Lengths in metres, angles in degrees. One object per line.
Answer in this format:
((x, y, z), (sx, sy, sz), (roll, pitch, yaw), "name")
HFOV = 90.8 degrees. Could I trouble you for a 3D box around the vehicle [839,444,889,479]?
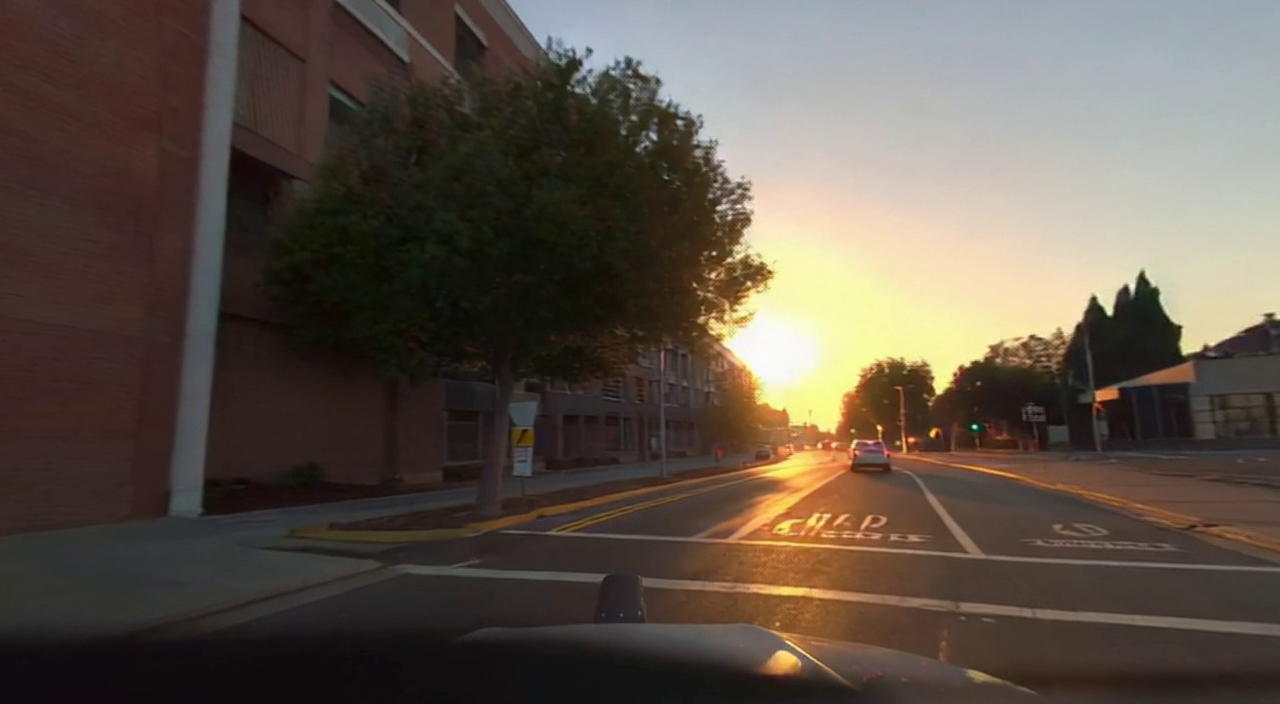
((11.625, 5.594, 32.614), (2.218, 1.657, 4.551), (-3, -9, 21), "vehicle")
